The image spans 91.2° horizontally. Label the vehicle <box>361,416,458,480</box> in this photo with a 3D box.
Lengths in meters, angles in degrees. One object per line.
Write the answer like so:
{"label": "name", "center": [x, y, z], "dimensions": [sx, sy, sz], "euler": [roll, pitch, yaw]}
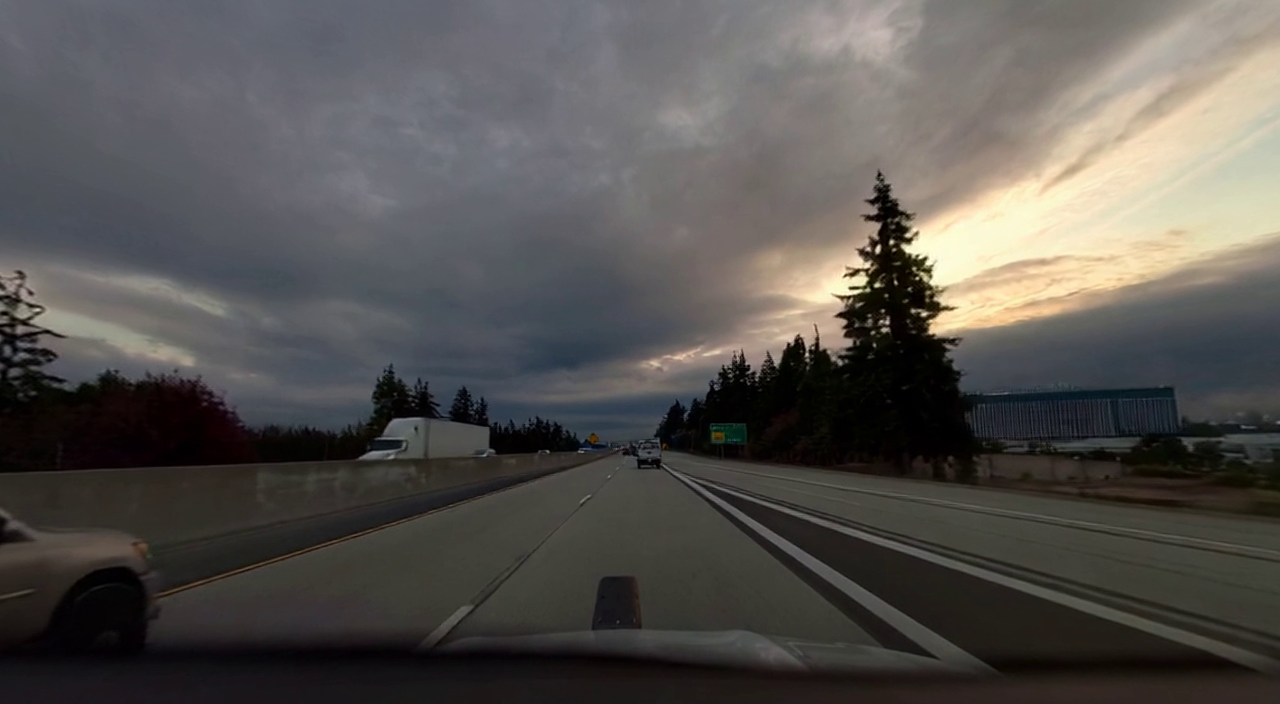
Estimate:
{"label": "vehicle", "center": [-16.443, 7.015, 45.756], "dimensions": [2.999, 4.090, 10.254], "euler": [-1, -9, 1]}

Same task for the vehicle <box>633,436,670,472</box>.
{"label": "vehicle", "center": [0.720, 6.502, 40.122], "dimensions": [2.268, 2.122, 4.595], "euler": [-1, -9, 1]}
